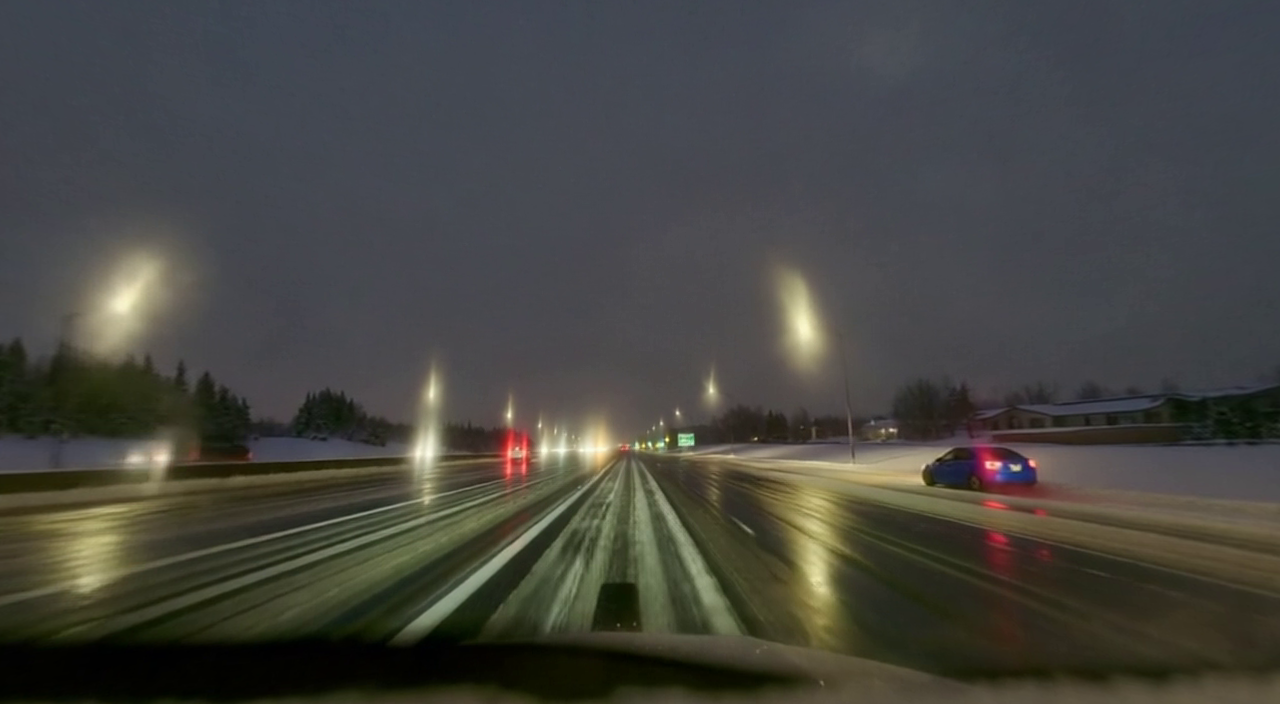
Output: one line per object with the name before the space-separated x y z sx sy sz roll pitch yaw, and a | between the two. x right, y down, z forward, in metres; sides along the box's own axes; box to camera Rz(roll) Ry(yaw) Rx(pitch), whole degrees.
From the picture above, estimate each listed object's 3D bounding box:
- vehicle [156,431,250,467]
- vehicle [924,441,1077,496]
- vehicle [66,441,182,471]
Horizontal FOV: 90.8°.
vehicle | -34.247 7.672 49.853 2.678 2.612 6.661 0 -8 0
vehicle | 10.846 3.507 19.471 1.985 1.493 4.486 0 -9 -1
vehicle | -34.086 6.883 42.097 2.347 1.843 6.472 0 -9 -1
